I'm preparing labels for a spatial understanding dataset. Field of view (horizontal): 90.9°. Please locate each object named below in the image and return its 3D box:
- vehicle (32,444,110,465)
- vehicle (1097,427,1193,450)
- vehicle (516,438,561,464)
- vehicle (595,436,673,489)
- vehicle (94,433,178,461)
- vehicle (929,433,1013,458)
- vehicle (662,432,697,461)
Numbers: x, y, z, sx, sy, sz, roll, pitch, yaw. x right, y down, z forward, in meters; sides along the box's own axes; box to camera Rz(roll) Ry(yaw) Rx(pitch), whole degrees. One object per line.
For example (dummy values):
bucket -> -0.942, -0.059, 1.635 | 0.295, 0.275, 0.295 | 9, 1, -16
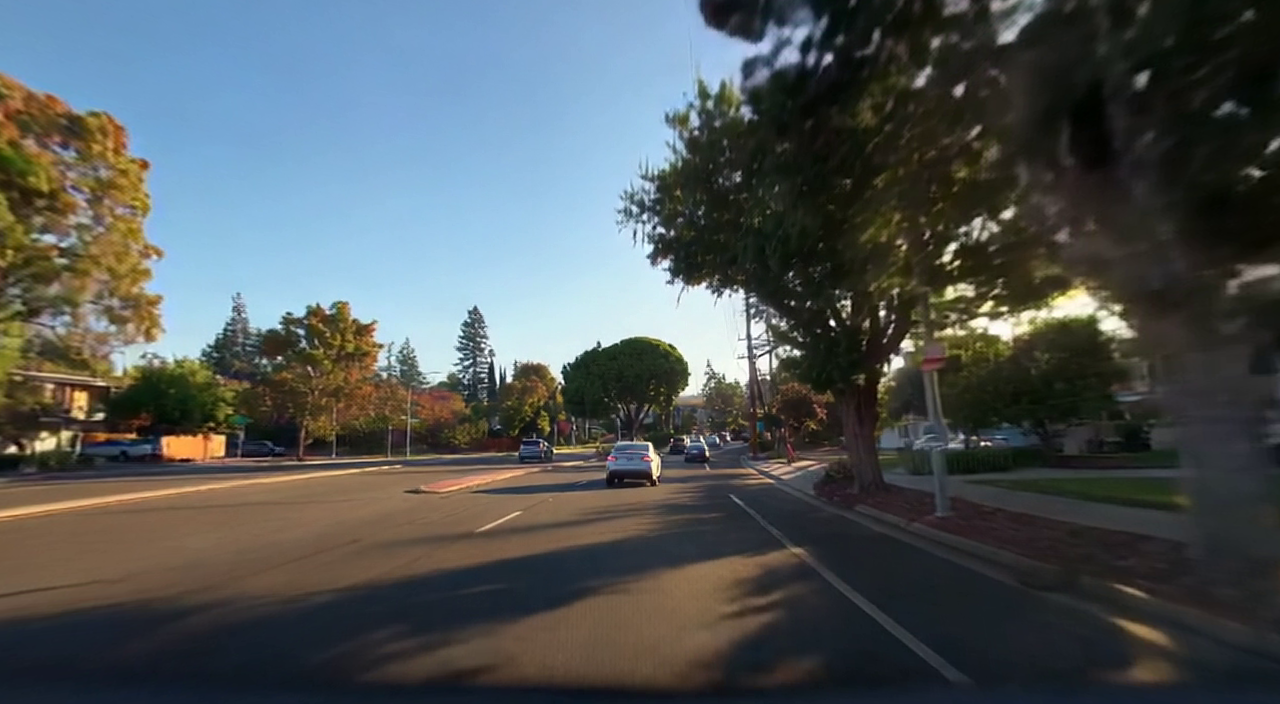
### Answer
vehicle -> -38.734, 6.981, 43.020 | 1.552, 1.384, 3.896 | -1, -9, 3
vehicle -> 34.514, 5.938, 43.167 | 4.628, 1.467, 1.923 | -2, -8, 14
vehicle -> -6.338, 6.248, 39.852 | 1.983, 1.485, 4.159 | -1, -9, 3
vehicle -> -0.075, 3.450, 19.990 | 2.117, 1.474, 4.036 | -1, -9, 4
vehicle -> -32.899, 6.262, 41.334 | 1.857, 1.580, 4.336 | 0, -11, 0
vehicle -> 22.550, 6.428, 43.146 | 4.674, 1.500, 1.889 | 1, -9, 9
vehicle -> 2.920, 6.896, 45.960 | 2.158, 1.939, 4.935 | -2, -9, 8
